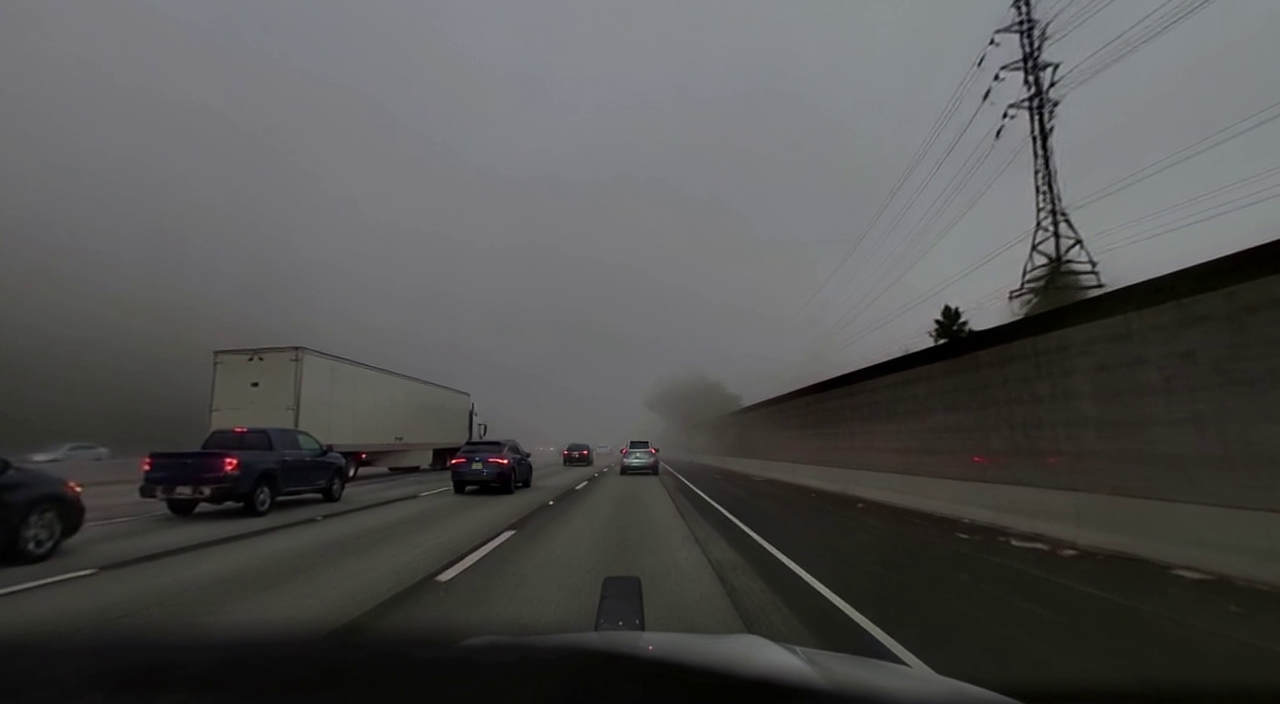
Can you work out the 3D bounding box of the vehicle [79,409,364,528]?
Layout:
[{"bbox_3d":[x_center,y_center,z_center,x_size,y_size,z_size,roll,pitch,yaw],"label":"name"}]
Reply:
[{"bbox_3d":[-7.585,2.185,12.349,2.054,1.825,5.072,0,-9,0],"label":"vehicle"}]

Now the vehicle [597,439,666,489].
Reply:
[{"bbox_3d":[-0.274,3.679,21.033,2.089,1.477,3.818,0,-9,-1],"label":"vehicle"}]

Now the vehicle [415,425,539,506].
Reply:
[{"bbox_3d":[-3.819,2.750,15.664,1.923,1.716,4.289,0,-9,0],"label":"vehicle"}]

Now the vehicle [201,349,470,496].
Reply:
[{"bbox_3d":[-10.631,3.152,25.788,2.892,4.073,16.528,0,-9,0],"label":"vehicle"}]

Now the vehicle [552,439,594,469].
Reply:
[{"bbox_3d":[-4.024,6.201,38.623,1.976,1.705,4.176,0,-9,1],"label":"vehicle"}]

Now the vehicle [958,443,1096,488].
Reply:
[{"bbox_3d":[14.088,4.126,23.424,2.027,1.478,4.849,0,-9,-1],"label":"vehicle"}]

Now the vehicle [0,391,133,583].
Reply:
[{"bbox_3d":[-6.939,1.137,5.082,2.027,1.762,4.386,0,-9,0],"label":"vehicle"}]
